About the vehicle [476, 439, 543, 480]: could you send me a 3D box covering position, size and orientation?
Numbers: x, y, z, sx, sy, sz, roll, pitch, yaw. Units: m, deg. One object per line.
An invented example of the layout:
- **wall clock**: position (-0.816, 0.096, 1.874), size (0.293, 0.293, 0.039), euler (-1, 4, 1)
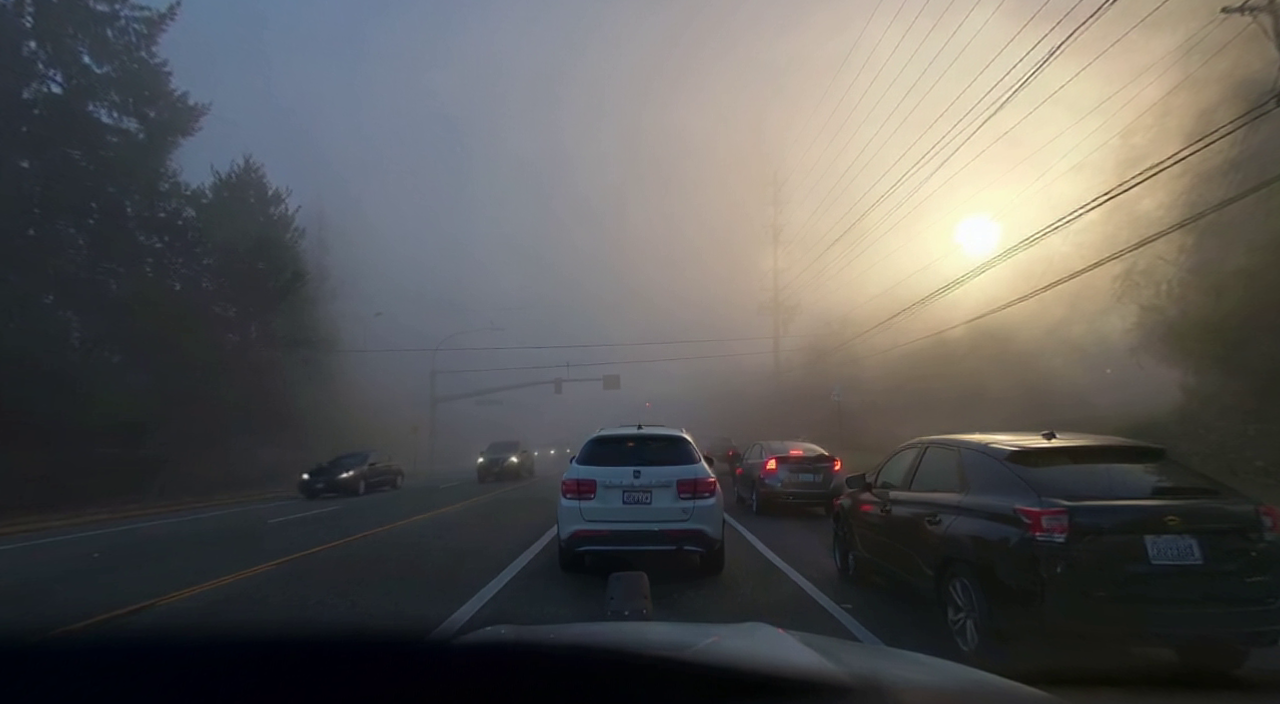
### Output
- **vehicle**: position (-5.999, 4.981, 29.603), size (2.068, 1.739, 4.572), euler (-1, -8, 2)

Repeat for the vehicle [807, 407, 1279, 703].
- **vehicle**: position (2.885, 1.309, 4.992), size (1.950, 1.487, 4.275), euler (0, -8, 0)

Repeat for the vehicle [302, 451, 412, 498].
- **vehicle**: position (-9.920, 4.287, 22.485), size (1.921, 1.471, 4.137), euler (0, -8, 1)

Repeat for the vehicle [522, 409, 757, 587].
- **vehicle**: position (0.002, 1.680, 8.057), size (2.200, 1.653, 4.127), euler (0, -8, 0)
